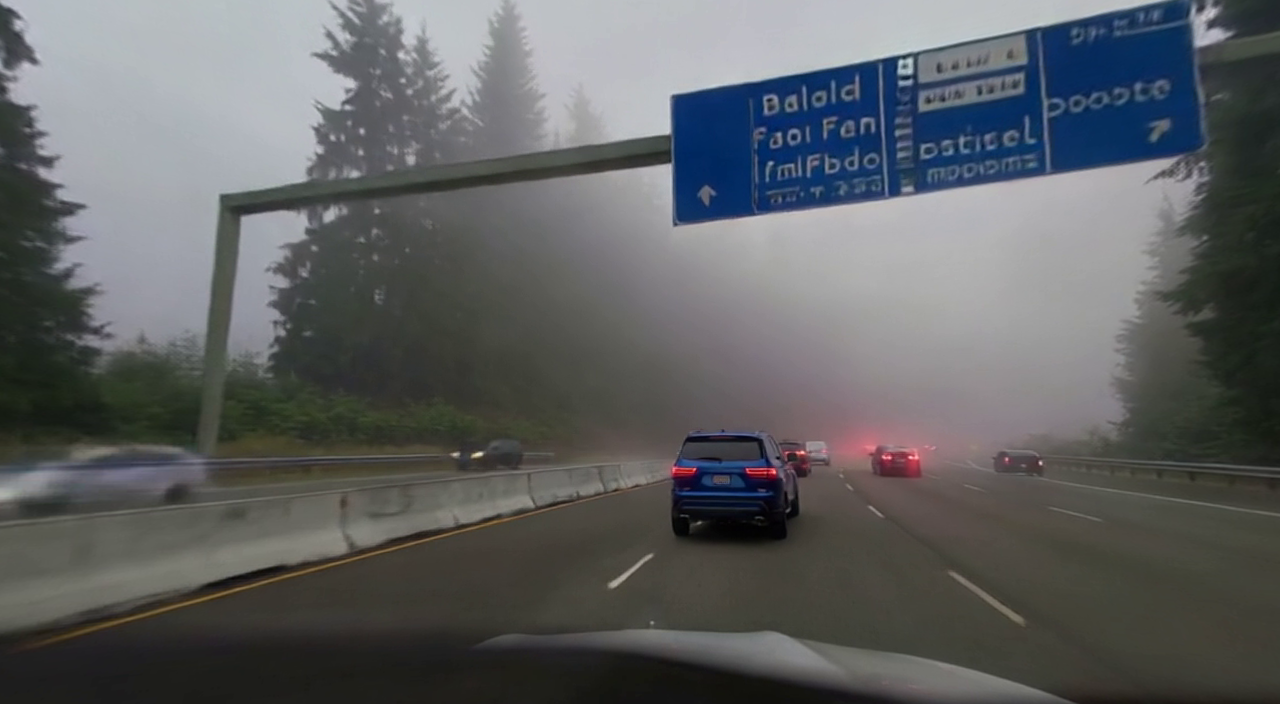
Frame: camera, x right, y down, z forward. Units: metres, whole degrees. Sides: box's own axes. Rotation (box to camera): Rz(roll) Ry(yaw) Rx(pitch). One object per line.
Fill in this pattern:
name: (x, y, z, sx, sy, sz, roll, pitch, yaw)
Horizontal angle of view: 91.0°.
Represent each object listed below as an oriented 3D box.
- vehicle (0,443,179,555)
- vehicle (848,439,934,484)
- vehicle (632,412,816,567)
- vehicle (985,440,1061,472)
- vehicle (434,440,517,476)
vehicle: (-9.955, 2.191, 9.613, 1.917, 1.566, 4.370, -2, -9, 14)
vehicle: (8.944, 3.914, 22.840, 1.962, 1.442, 4.536, -2, -8, 10)
vehicle: (1.392, 1.785, 8.973, 2.021, 1.635, 4.085, -2, -9, 14)
vehicle: (19.149, 5.183, 31.699, 1.990, 1.478, 4.475, -2, -9, 14)
vehicle: (-8.471, 5.492, 32.994, 1.989, 1.703, 4.959, -2, -9, 14)
